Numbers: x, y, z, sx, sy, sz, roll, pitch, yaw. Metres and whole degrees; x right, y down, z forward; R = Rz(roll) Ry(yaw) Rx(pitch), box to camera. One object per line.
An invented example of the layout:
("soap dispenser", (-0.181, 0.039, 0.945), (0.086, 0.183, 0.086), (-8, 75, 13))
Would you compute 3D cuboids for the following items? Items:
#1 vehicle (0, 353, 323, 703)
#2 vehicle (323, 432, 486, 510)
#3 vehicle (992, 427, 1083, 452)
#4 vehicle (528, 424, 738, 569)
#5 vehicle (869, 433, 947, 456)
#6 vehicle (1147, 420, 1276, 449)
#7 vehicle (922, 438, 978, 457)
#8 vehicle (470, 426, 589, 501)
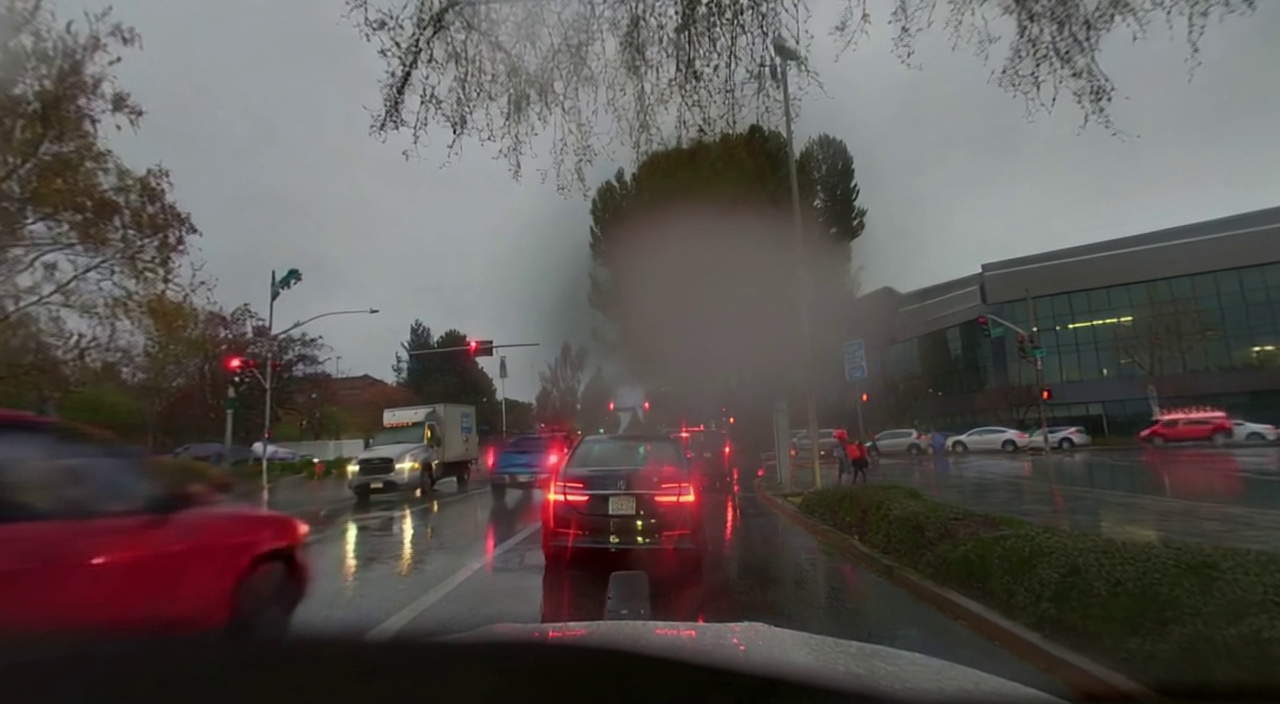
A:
("vehicle", (-3.499, 0.840, 2.416), (2.040, 1.660, 4.609), (0, -9, 2))
("vehicle", (-6.168, 3.174, 17.342), (2.230, 1.811, 5.183), (-1, -9, 3))
("vehicle", (23.806, 5.298, 37.753), (4.454, 1.440, 1.816), (-5, -10, 30))
("vehicle", (-0.049, 1.821, 8.683), (2.182, 1.501, 4.150), (0, -9, 1))
("vehicle", (17.529, 6.087, 41.159), (4.441, 1.452, 1.798), (-5, -10, 30))
("vehicle", (30.549, 4.466, 33.796), (4.739, 1.472, 1.804), (-5, -10, 29))
("vehicle", (24.591, 7.577, 49.820), (3.662, 1.442, 1.787), (-6, -10, 33))
("vehicle", (-2.935, 3.134, 18.009), (2.223, 1.826, 4.990), (-1, -9, 3))
